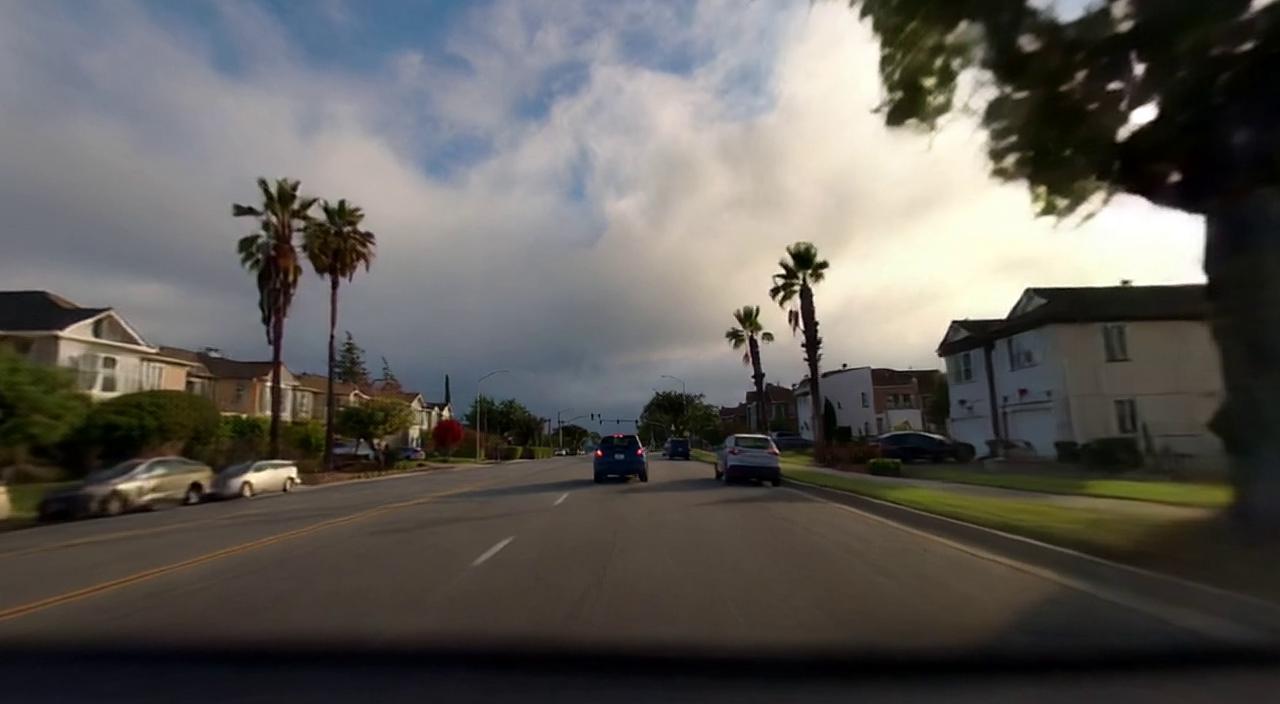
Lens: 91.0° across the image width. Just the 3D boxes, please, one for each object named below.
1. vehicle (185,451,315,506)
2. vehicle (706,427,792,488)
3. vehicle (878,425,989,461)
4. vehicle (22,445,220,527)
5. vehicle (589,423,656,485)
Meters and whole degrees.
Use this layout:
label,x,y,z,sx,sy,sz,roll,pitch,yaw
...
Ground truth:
label,x,y,z,sx,sy,sz,roll,pitch,yaw
vehicle,-14.081,4.537,23.099,1.877,1.443,4.677,-4,-6,-1
vehicle,3.403,3.356,20.337,1.949,1.685,4.161,2,-8,-1
vehicle,14.004,4.363,30.242,4.238,1.621,2.067,-1,-8,-1
vehicle,-13.985,3.558,17.377,1.890,1.640,4.320,-4,-6,-1
vehicle,-0.539,3.414,21.480,1.994,1.810,5.057,-1,-8,0
